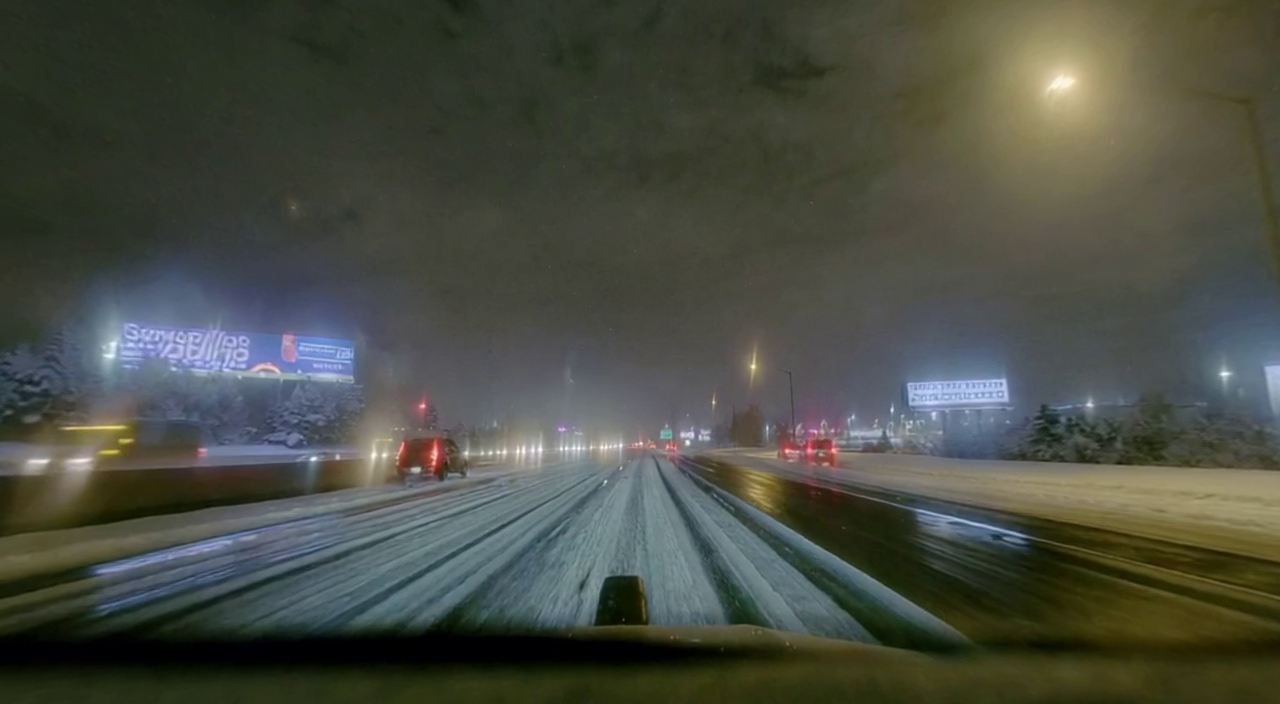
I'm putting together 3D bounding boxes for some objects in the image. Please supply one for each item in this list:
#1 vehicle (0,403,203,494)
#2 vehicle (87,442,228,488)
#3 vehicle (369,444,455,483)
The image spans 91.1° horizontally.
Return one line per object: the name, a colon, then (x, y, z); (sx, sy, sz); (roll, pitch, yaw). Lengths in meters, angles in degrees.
vehicle: (-22.091, 3.948, 25.821); (2.796, 3.163, 7.255); (0, -9, 1)
vehicle: (-18.823, 4.409, 24.821); (1.950, 1.632, 4.501); (0, -9, 1)
vehicle: (-9.730, 4.769, 27.228); (1.974, 1.513, 4.584); (0, -9, 0)
